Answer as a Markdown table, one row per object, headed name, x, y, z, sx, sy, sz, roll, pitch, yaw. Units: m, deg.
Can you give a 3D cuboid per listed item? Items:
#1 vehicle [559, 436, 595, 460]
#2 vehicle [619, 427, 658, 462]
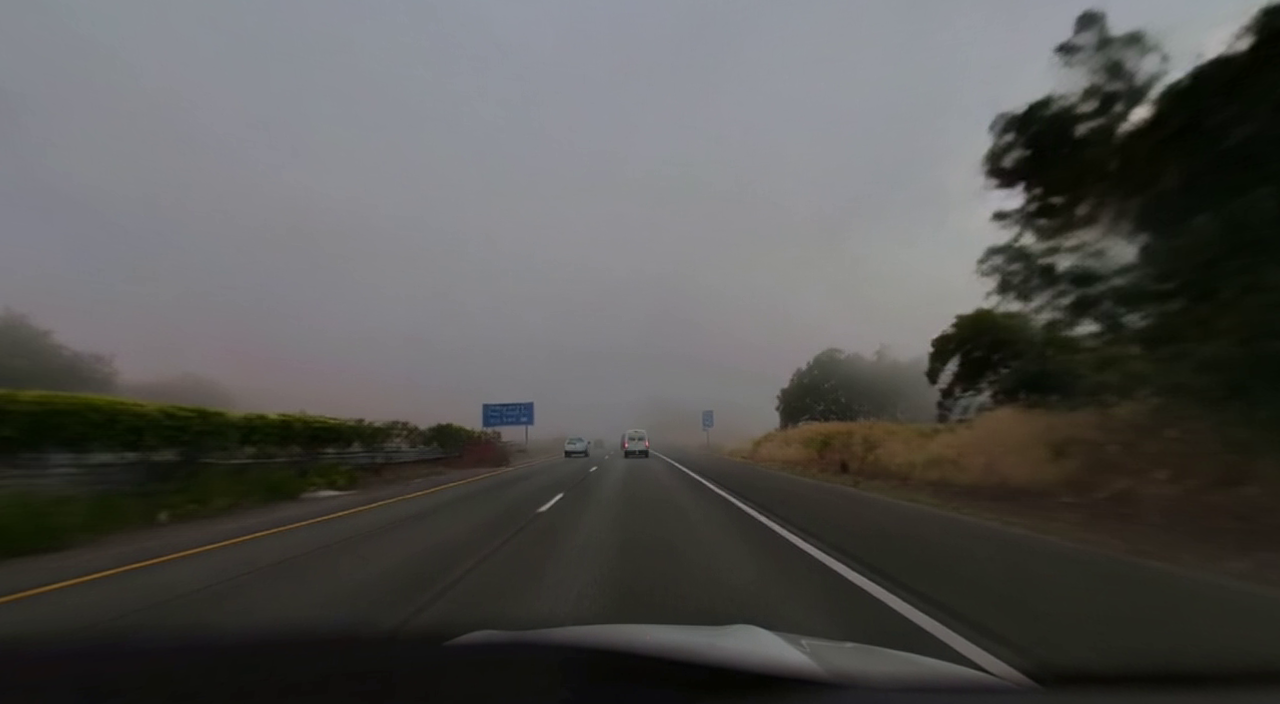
| name | x | y | z | sx | sy | sz | roll | pitch | yaw |
| --- | --- | --- | --- | --- | --- | --- | --- | --- | --- |
| vehicle | -4.213 | 6.463 | 42.524 | 2.062 | 1.567 | 4.117 | 0 | -8 | -1 |
| vehicle | -0.166 | 5.609 | 38.358 | 2.223 | 1.957 | 4.416 | 0 | -8 | -2 |
